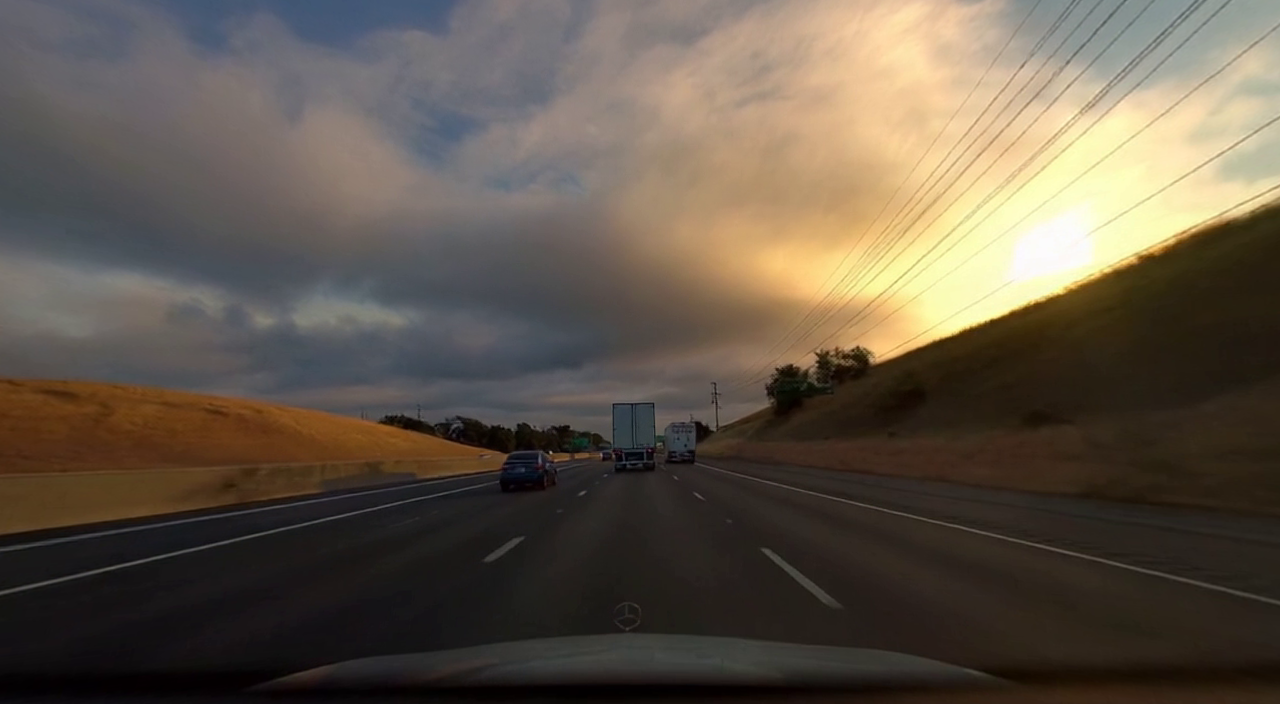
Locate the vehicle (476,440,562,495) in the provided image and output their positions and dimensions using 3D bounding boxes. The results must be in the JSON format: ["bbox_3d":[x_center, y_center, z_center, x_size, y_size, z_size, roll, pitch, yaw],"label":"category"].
[{"bbox_3d":[-4.006,3.919,21.696,2.050,1.679,4.253,0,-9,1],"label":"vehicle"}]

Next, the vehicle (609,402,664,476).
[{"bbox_3d":[-0.207,5.630,40.148,2.985,4.025,10.982,0,-9,0],"label":"vehicle"}]
